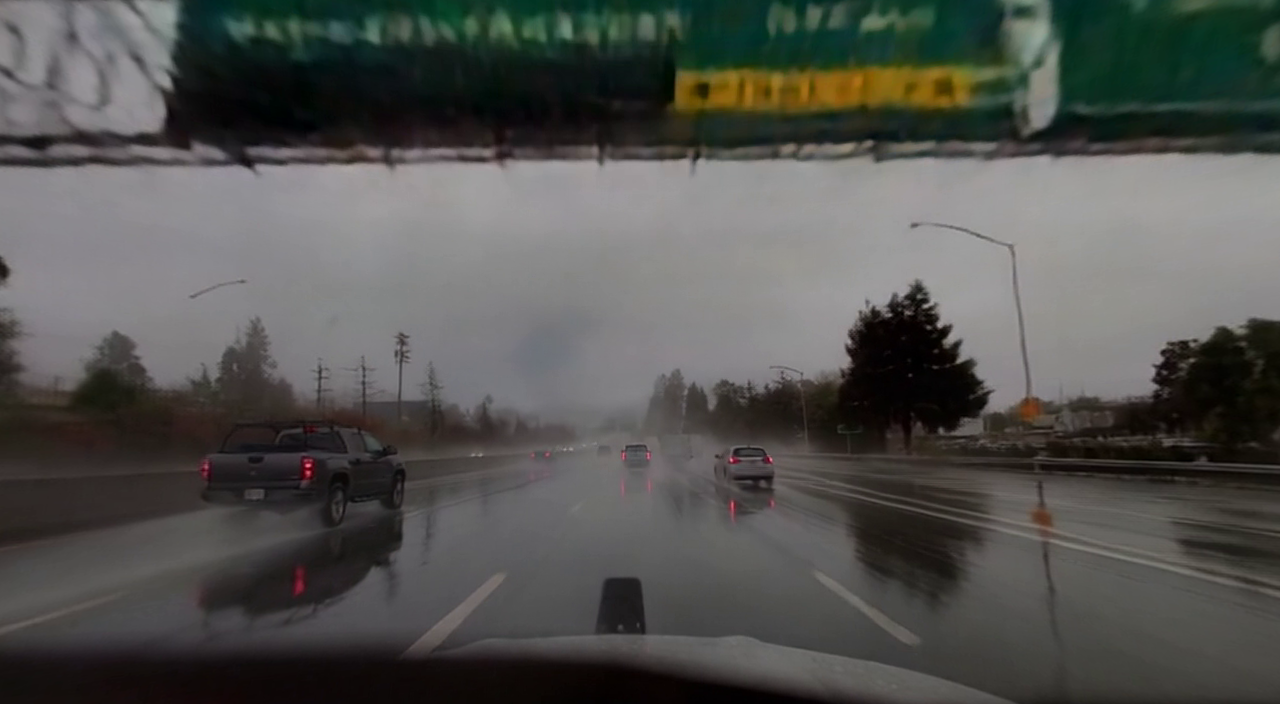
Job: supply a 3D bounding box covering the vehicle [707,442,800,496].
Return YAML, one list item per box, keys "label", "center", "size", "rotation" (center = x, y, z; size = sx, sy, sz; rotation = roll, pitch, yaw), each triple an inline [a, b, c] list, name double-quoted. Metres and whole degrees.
- label: "vehicle"
  center: [3.369, 3.556, 19.605]
  size: [2.011, 1.462, 4.286]
  rotation: [0, -8, -1]

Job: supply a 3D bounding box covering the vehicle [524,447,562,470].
- label: "vehicle"
  center: [-6.711, 7.403, 44.129]
  size: [1.920, 1.482, 4.385]
  rotation: [0, -8, 0]

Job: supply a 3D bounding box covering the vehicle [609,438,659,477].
- label: "vehicle"
  center: [-0.292, 5.282, 32.001]
  size: [2.323, 1.805, 4.729]
  rotation: [0, -8, 0]

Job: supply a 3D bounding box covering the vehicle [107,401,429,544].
- label: "vehicle"
  center: [-6.324, 2.165, 12.117]
  size: [2.444, 2.012, 6.122]
  rotation: [0, -8, 0]
